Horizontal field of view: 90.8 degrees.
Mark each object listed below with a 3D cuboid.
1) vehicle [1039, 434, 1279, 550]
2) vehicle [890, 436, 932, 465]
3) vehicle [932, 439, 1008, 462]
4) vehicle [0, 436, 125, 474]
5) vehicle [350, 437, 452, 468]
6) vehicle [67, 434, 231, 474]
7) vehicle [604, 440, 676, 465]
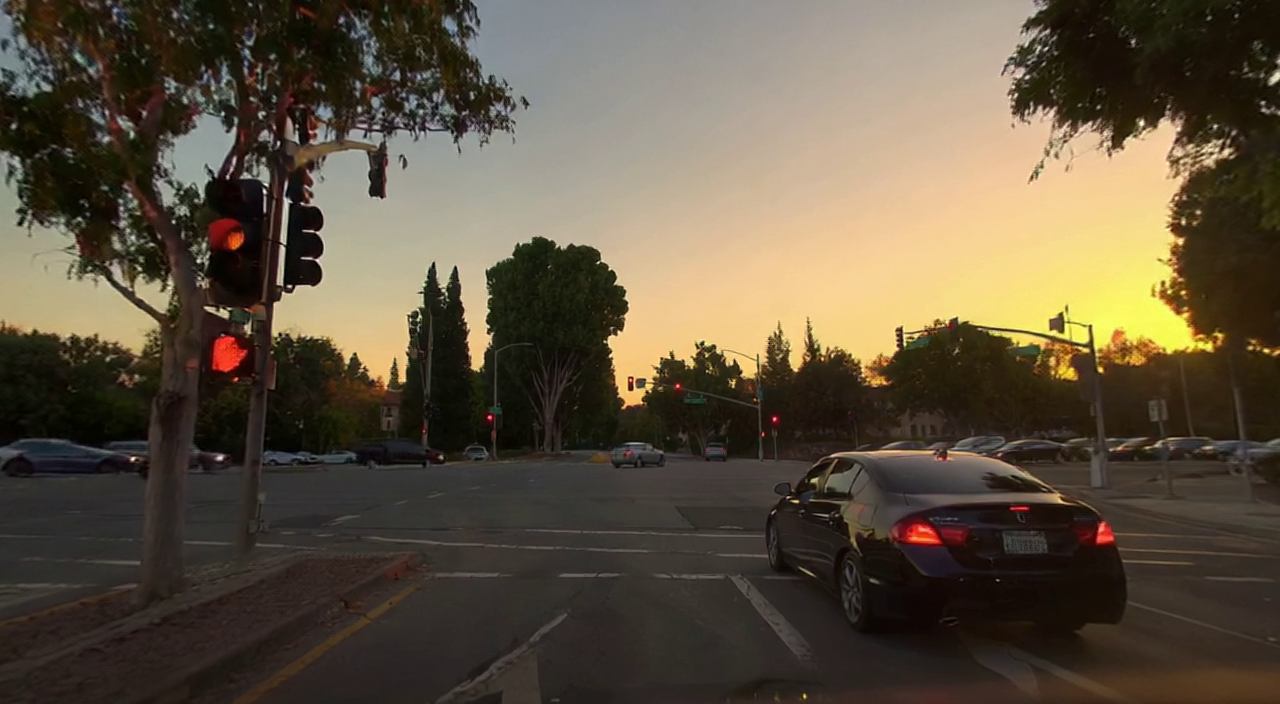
[{"bbox_3d":[9.290,2.239,10.701,1.993,1.505,4.721,3,-9,0],"label":"vehicle"},{"bbox_3d":[15.549,5.629,36.295,2.001,1.561,4.481,-4,-9,23],"label":"vehicle"},{"bbox_3d":[22.486,6.692,43.056,4.533,1.471,1.772,2,-9,-15],"label":"vehicle"},{"bbox_3d":[-24.854,4.274,26.360,4.709,1.514,1.985,3,-9,-16],"label":"vehicle"},{"bbox_3d":[-12.421,5.225,32.906,4.580,1.472,1.891,6,-10,-35],"label":"vehicle"},{"bbox_3d":[-19.357,4.046,25.201,4.671,1.465,1.934,3,-9,-18],"label":"vehicle"},{"bbox_3d":[0.060,6.270,39.620,1.935,1.476,4.849,-6,-11,37],"label":"vehicle"}]
